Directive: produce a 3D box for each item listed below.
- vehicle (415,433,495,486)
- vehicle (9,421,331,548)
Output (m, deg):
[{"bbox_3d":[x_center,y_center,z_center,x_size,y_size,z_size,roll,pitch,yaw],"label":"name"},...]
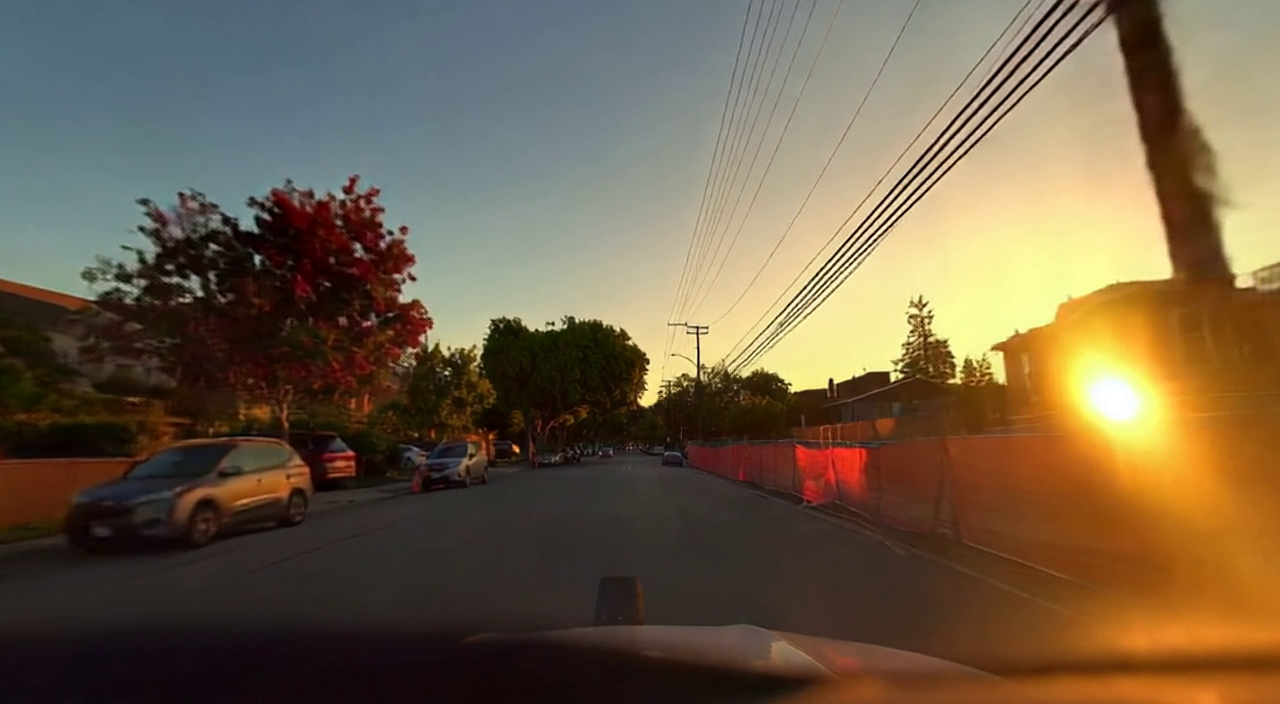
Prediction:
[{"bbox_3d":[-6.837,4.029,23.780,1.932,1.743,4.079,-1,-10,-2],"label":"vehicle"},{"bbox_3d":[-7.684,2.198,11.154,2.019,1.723,4.650,0,-9,1],"label":"vehicle"}]
